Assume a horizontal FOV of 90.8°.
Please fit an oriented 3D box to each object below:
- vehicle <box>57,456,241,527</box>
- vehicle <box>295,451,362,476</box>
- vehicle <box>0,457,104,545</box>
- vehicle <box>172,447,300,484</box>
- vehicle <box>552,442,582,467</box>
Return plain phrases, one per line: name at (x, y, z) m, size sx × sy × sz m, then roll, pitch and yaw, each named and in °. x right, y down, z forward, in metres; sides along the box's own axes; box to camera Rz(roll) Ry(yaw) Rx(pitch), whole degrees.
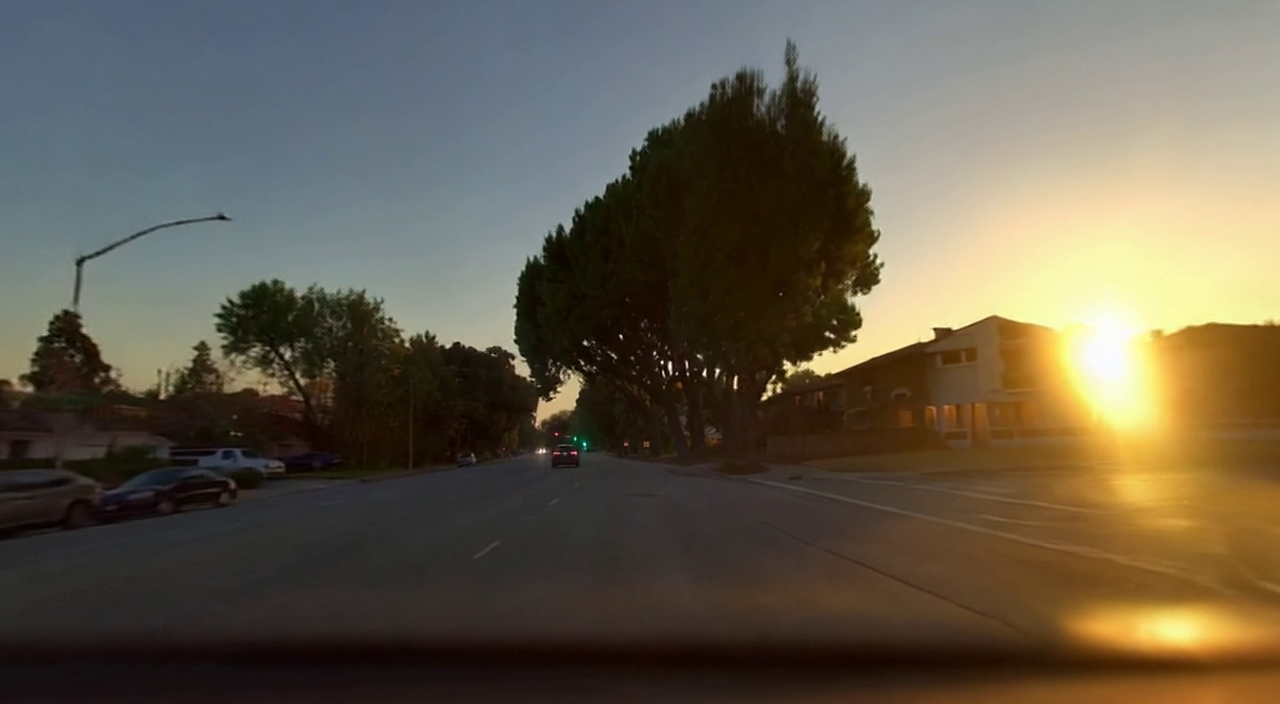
vehicle at (-14.413, 4.052, 18.999) m, size 1.968 × 1.727 × 4.548 m, roll 0°, pitch -8°, yaw -2°
vehicle at (-22.182, 7.949, 45.110) m, size 3.832 × 1.683 × 1.877 m, roll 0°, pitch -8°, yaw -7°
vehicle at (-14.300, 3.172, 13.332) m, size 1.966 × 1.760 × 4.604 m, roll 0°, pitch -8°, yaw -1°
vehicle at (-23.163, 6.510, 36.417) m, size 5.784 × 2.004 × 2.199 m, roll 0°, pitch -8°, yaw -1°
vehicle at (-5.561, 7.855, 48.648) m, size 2.135 × 1.731 × 4.232 m, roll 0°, pitch -8°, yaw -4°
